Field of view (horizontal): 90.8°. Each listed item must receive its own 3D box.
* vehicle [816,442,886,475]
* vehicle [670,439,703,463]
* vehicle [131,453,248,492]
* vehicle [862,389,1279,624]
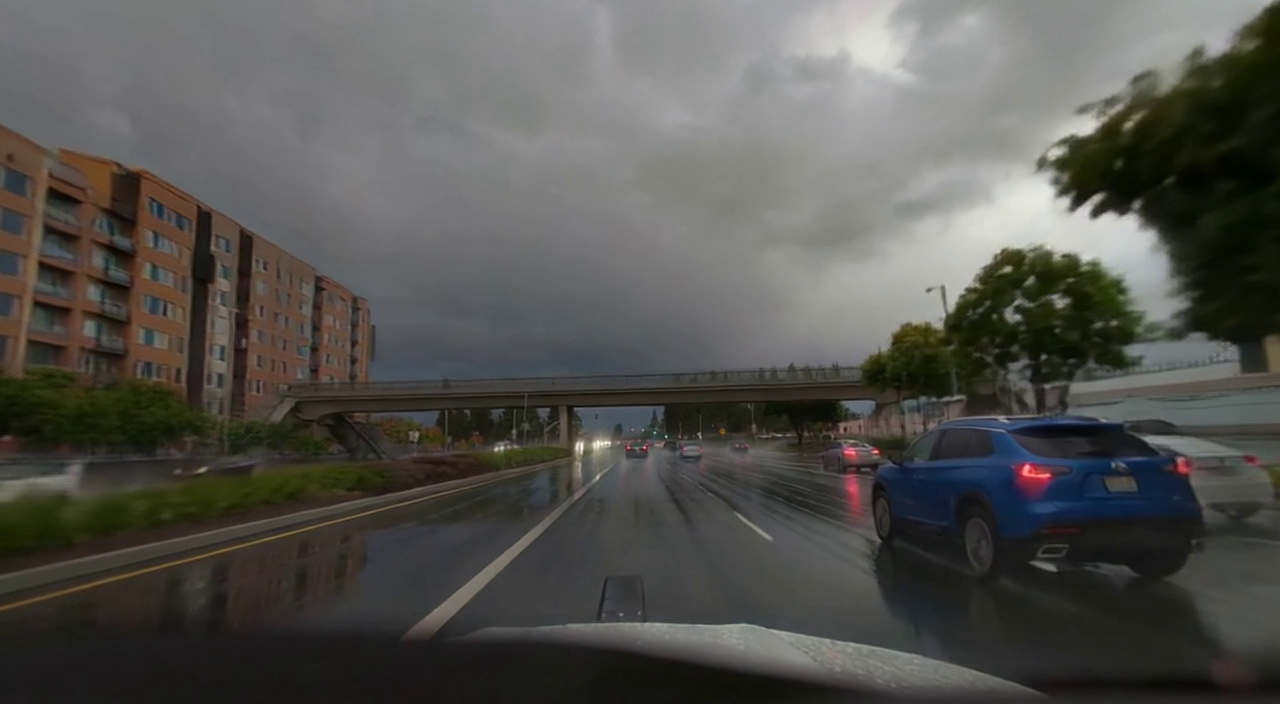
[{"bbox_3d":[10.168,5.130,30.733,1.888,1.468,4.175,0,-8,-1],"label":"vehicle"},{"bbox_3d":[3.458,7.465,47.621,2.165,1.708,3.928,0,-8,0],"label":"vehicle"},{"bbox_3d":[-18.768,5.012,26.606,1.883,1.409,4.366,-1,-9,-3],"label":"vehicle"},{"bbox_3d":[4.399,1.494,7.109,2.130,1.741,4.665,0,-8,1],"label":"vehicle"}]
